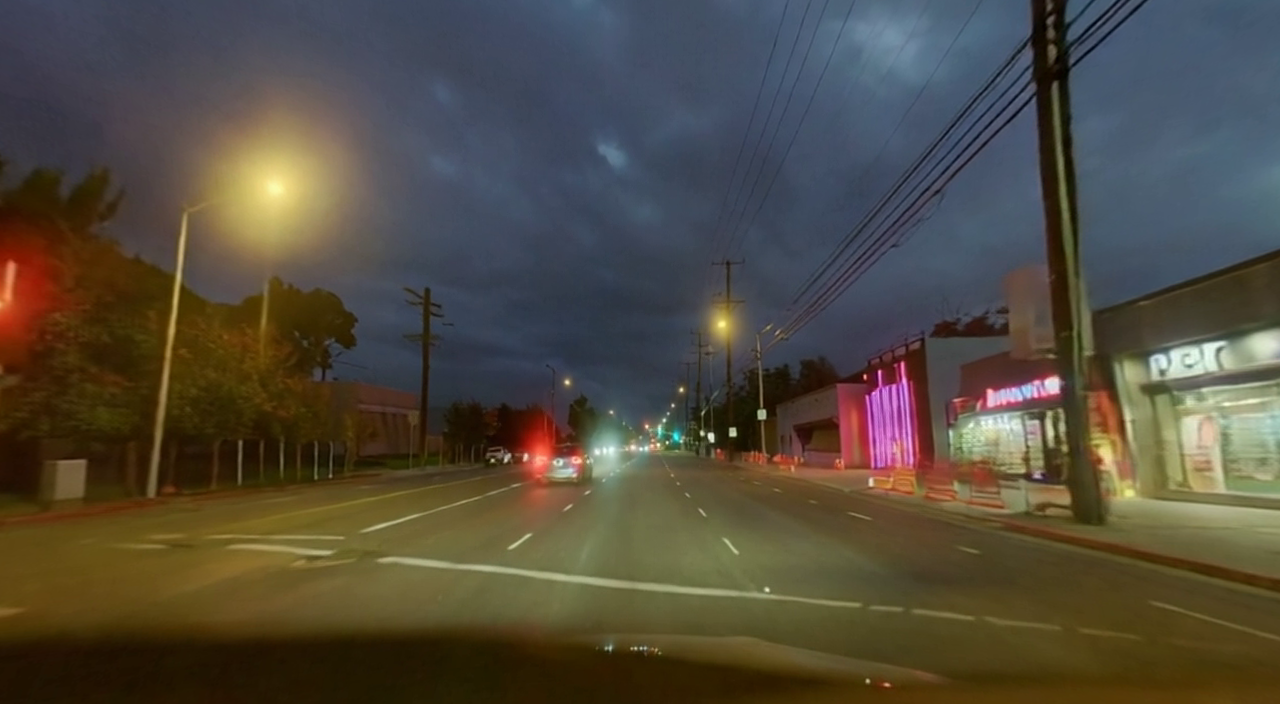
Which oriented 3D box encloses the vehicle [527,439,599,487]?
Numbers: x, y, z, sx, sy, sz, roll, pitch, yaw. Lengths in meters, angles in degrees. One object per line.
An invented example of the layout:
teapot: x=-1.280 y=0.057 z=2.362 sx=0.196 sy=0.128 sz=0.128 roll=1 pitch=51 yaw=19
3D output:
vehicle: x=-2.760 y=4.110 z=23.719 sx=2.036 sy=1.589 sz=4.549 roll=0 pitch=-9 yaw=1
